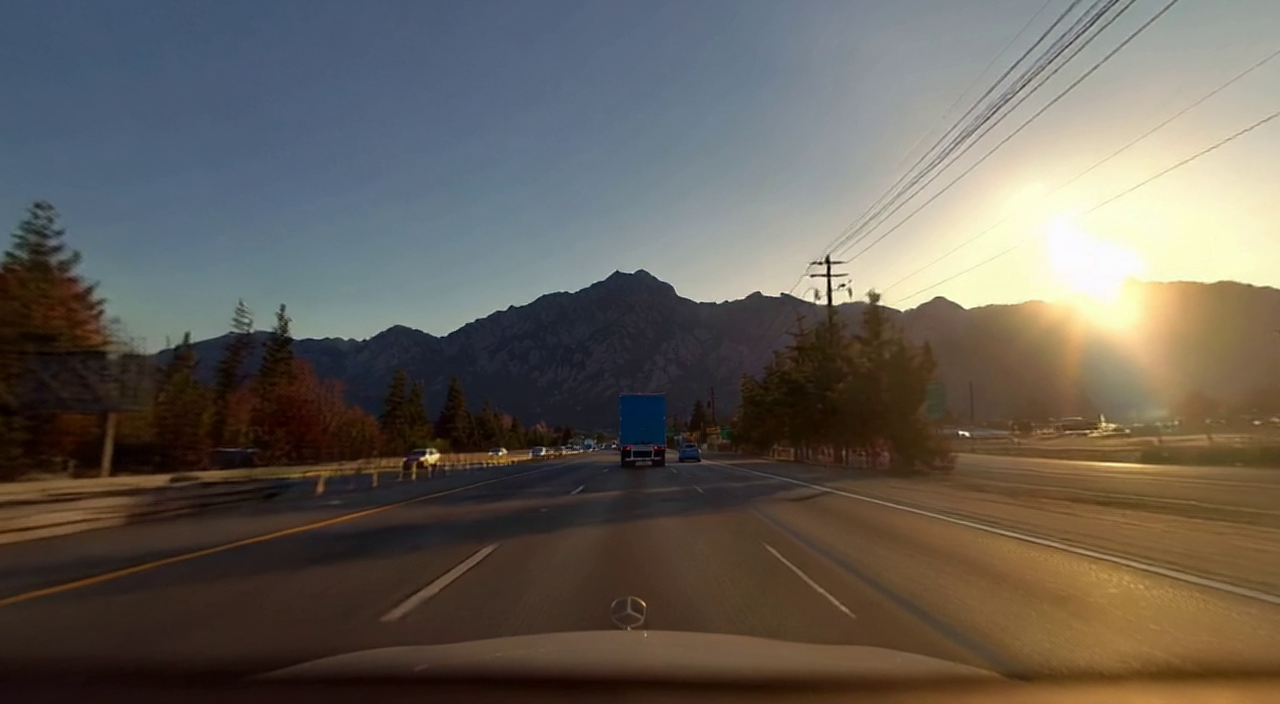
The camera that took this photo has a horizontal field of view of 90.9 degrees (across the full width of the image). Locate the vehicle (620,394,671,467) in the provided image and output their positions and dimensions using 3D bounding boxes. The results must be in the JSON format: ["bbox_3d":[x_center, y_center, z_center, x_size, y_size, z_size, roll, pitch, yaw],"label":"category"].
[{"bbox_3d":[0.249,5.333,41.769,2.919,4.101,11.541,0,-9,-1],"label":"vehicle"}]
